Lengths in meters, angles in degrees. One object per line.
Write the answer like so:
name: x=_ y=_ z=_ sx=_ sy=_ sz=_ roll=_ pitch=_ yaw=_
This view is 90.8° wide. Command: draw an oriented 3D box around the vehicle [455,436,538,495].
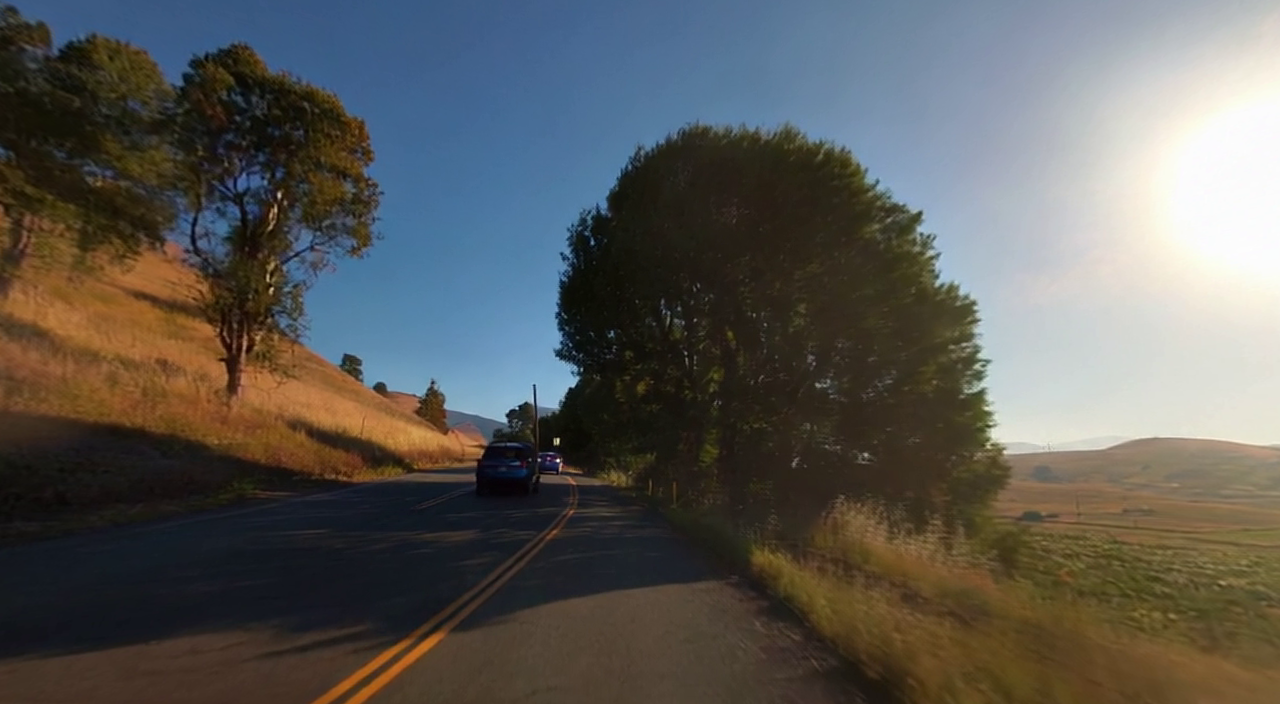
vehicle: x=-4.944 y=3.972 z=22.550 sx=2.104 sy=1.851 sz=4.992 roll=1 pitch=-8 yaw=-4
